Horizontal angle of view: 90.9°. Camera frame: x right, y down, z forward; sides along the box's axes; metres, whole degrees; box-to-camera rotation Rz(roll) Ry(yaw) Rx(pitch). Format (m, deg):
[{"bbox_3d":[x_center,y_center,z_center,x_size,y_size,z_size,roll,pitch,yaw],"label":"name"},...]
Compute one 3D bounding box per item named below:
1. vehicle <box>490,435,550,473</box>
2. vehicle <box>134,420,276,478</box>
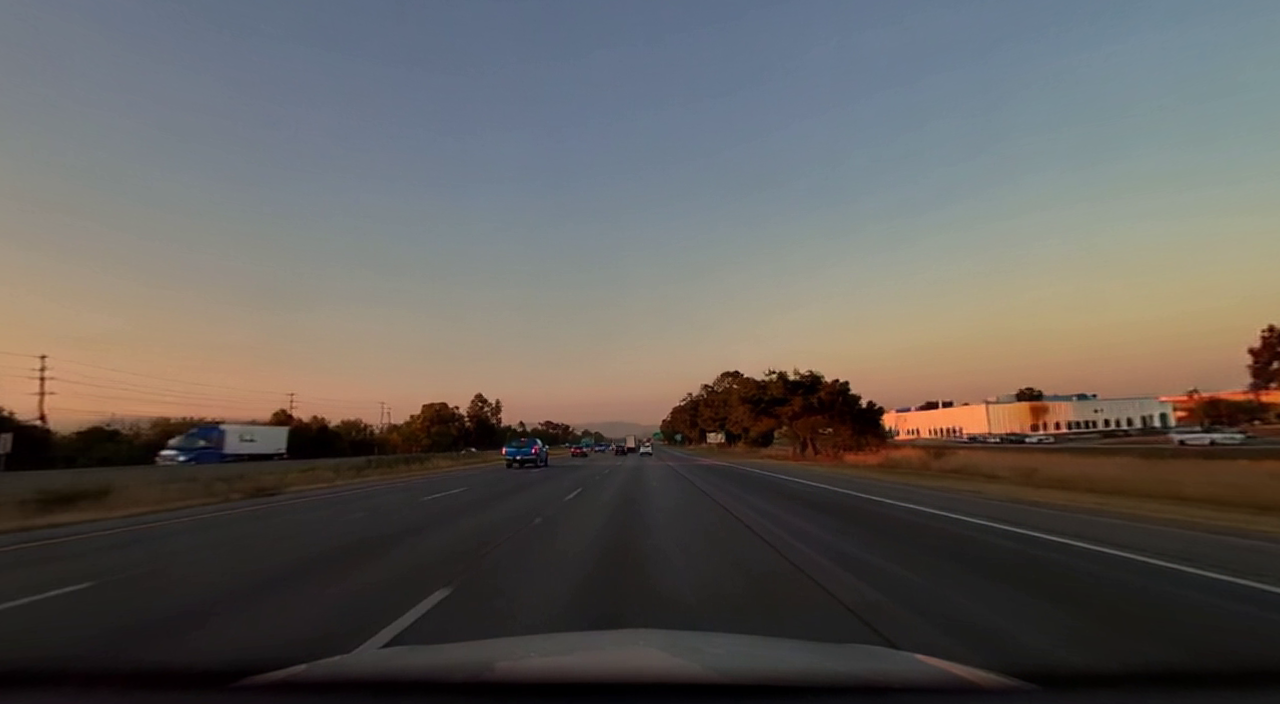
[{"bbox_3d":[-6.529,5.617,35.050,2.156,1.911,5.956,0,-8,0],"label":"vehicle"},{"bbox_3d":[-33.418,7.537,49.335,2.940,3.942,11.262,0,-8,0],"label":"vehicle"}]
